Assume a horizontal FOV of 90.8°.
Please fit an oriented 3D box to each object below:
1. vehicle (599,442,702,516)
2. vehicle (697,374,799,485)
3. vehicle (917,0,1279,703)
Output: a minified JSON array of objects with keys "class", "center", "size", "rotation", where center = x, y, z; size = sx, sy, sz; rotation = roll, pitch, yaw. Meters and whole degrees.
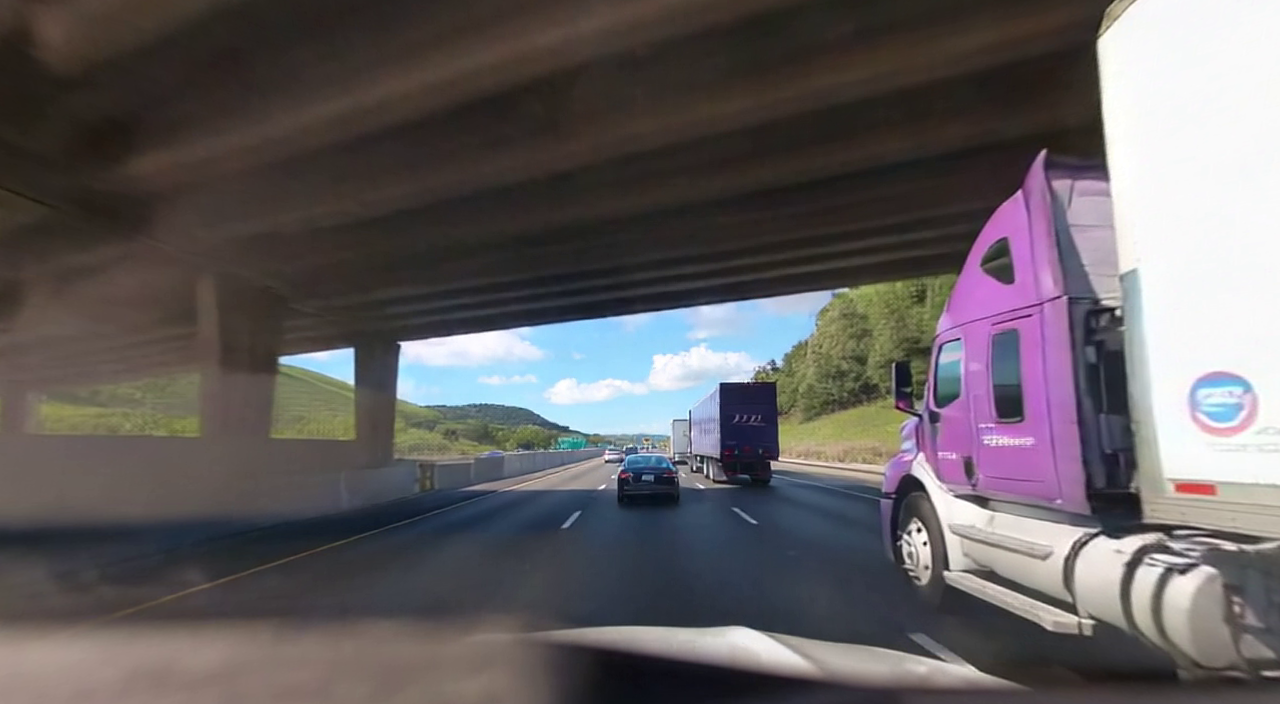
[{"class":"vehicle","center":[0.215,2.824,14.457],"size":[2.029,1.437,3.794],"rotation":[0,-9,0]},{"class":"vehicle","center":[4.337,3.479,27.415],"size":[2.801,4.039,8.684],"rotation":[0,-9,0]},{"class":"vehicle","center":[4.056,-0.435,0.632],"size":[2.884,3.930,10.206],"rotation":[0,-9,0]}]
